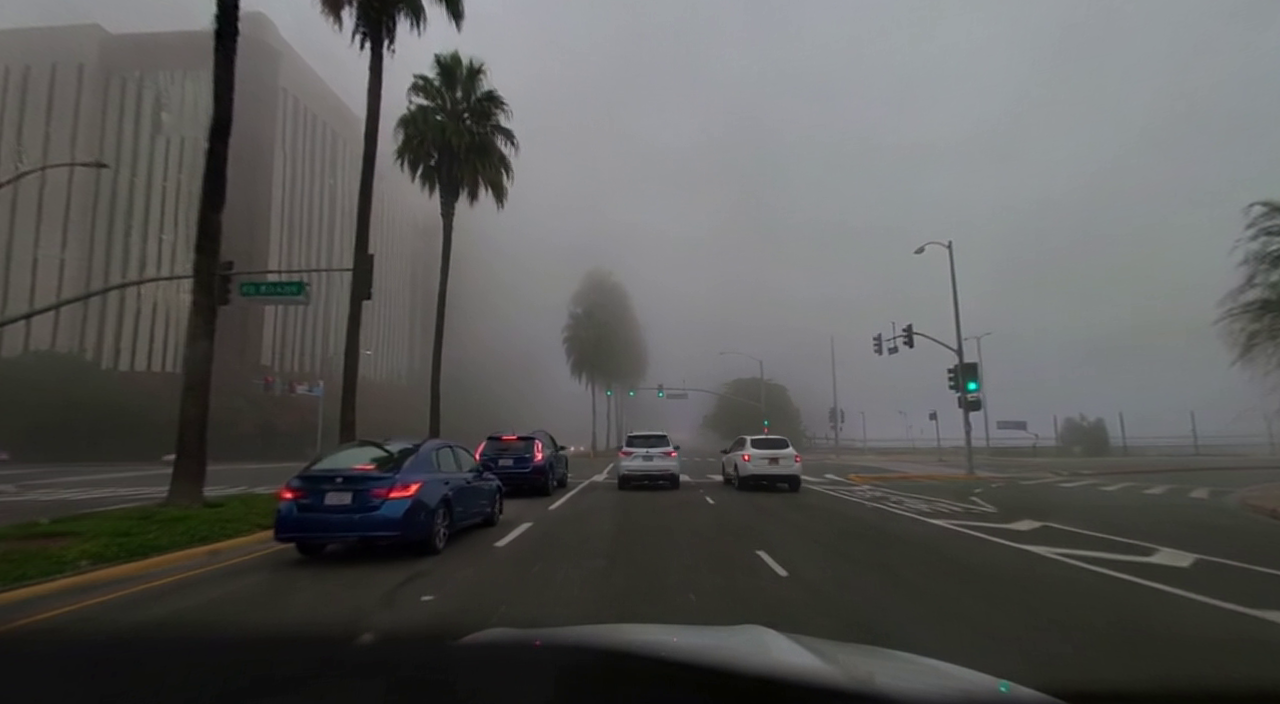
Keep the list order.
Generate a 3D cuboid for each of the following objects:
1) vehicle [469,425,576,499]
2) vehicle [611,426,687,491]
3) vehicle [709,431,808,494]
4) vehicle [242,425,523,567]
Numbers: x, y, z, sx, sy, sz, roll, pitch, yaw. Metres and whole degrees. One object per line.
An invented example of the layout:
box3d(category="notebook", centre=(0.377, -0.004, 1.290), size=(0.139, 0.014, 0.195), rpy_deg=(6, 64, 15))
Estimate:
box3d(category="vehicle", centre=(-2.971, 2.897, 16.925), size=(1.938, 1.713, 4.048), rpy_deg=(0, -9, 2))
box3d(category="vehicle", centre=(0.258, 3.224, 19.412), size=(2.060, 1.730, 4.257), rpy_deg=(0, -8, 1))
box3d(category="vehicle", centre=(3.192, 3.058, 17.805), size=(1.936, 1.567, 3.896), rpy_deg=(0, -9, -1))
box3d(category="vehicle", centre=(-3.155, 1.863, 9.014), size=(1.962, 1.480, 4.605), rpy_deg=(0, -9, 2))
